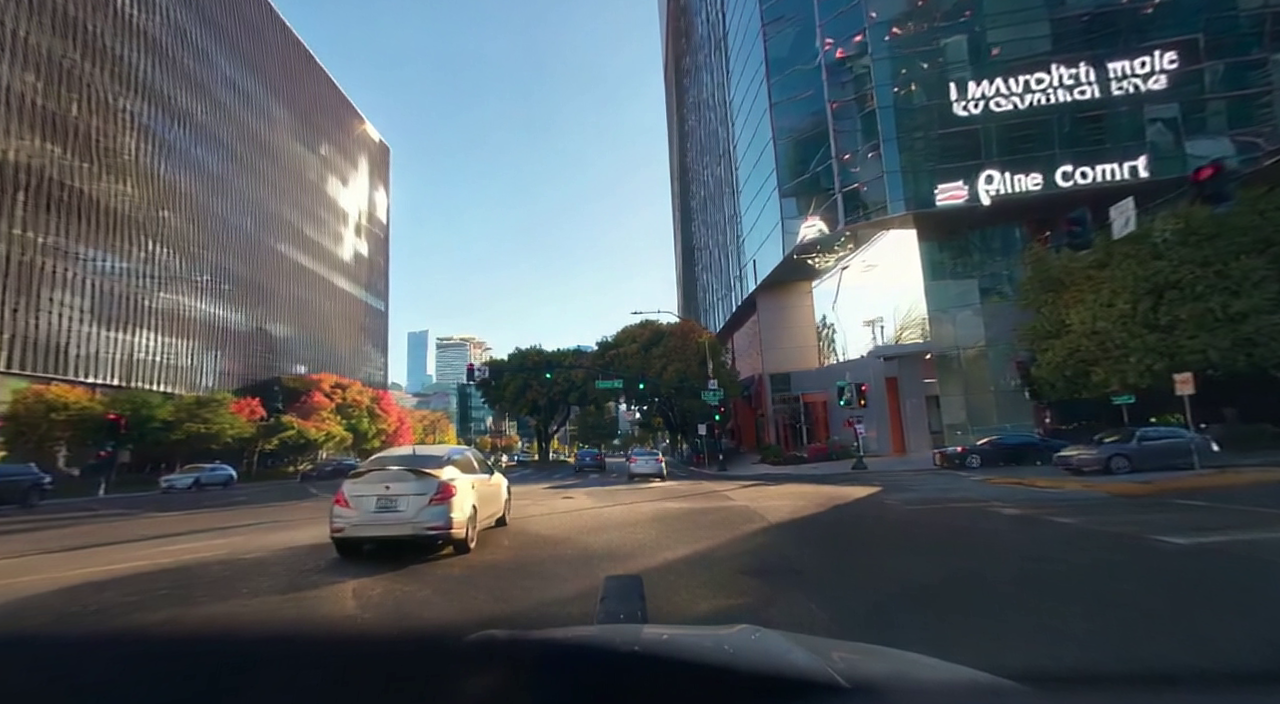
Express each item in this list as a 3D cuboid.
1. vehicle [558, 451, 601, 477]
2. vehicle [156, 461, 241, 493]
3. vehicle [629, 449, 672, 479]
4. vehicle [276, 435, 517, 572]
[{"bbox_3d":[-3.515,6.569,37.390,2.088,1.430,4.482,0,-9,0],"label":"vehicle"},{"bbox_3d":[-26.773,7.558,38.525,1.902,1.670,4.607,0,-9,0],"label":"vehicle"},{"bbox_3d":[0.483,5.794,32.966,2.102,1.482,4.125,0,-9,0],"label":"vehicle"},{"bbox_3d":[-3.169,2.033,9.206,1.983,1.545,3.773,0,-9,0],"label":"vehicle"}]
